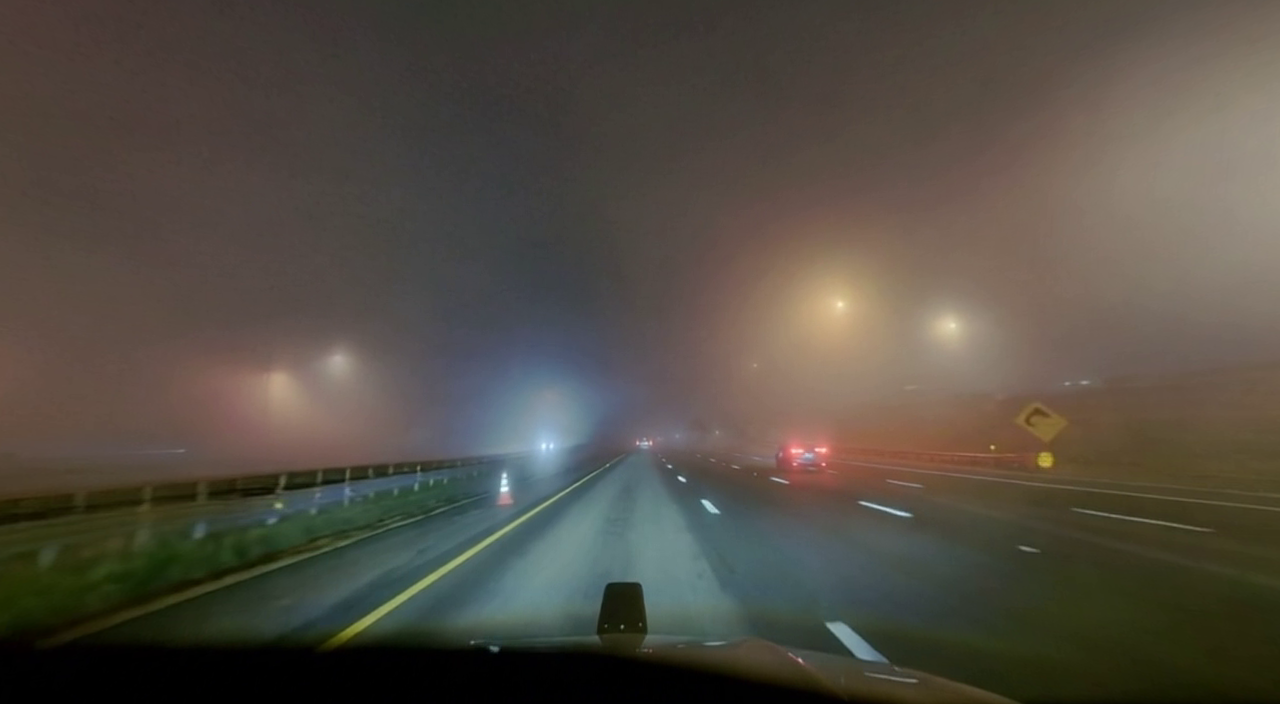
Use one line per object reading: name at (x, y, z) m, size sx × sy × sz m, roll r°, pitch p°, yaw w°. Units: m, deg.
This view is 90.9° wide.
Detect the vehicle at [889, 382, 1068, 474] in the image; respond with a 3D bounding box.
vehicle at (15.184, 3.646, 29.437) m, size 3.620 × 3.613 × 8.491 m, roll 0°, pitch -8°, yaw 0°
